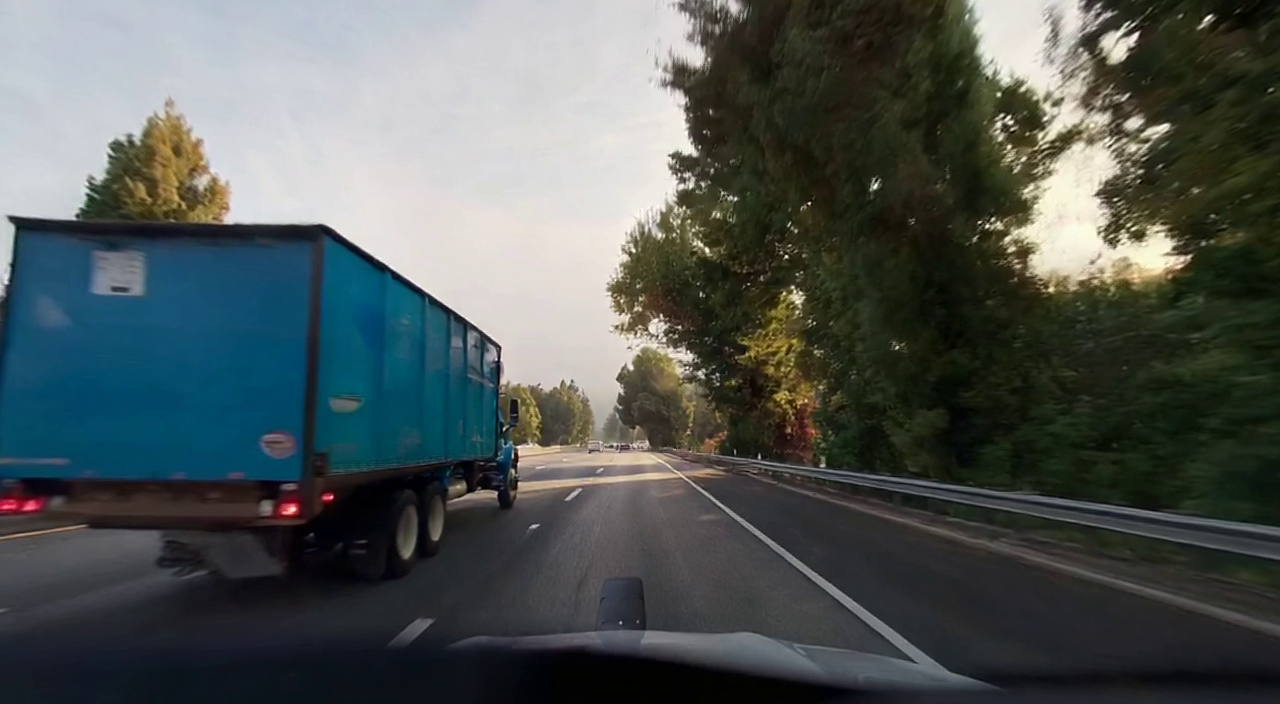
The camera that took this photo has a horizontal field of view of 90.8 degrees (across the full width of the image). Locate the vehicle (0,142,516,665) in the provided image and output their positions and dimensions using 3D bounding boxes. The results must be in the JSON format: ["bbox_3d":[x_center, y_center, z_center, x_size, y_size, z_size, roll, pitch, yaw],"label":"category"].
[{"bbox_3d":[-3.829,0.825,8.060,2.874,3.309,8.208,0,-8,-1],"label":"vehicle"}]
